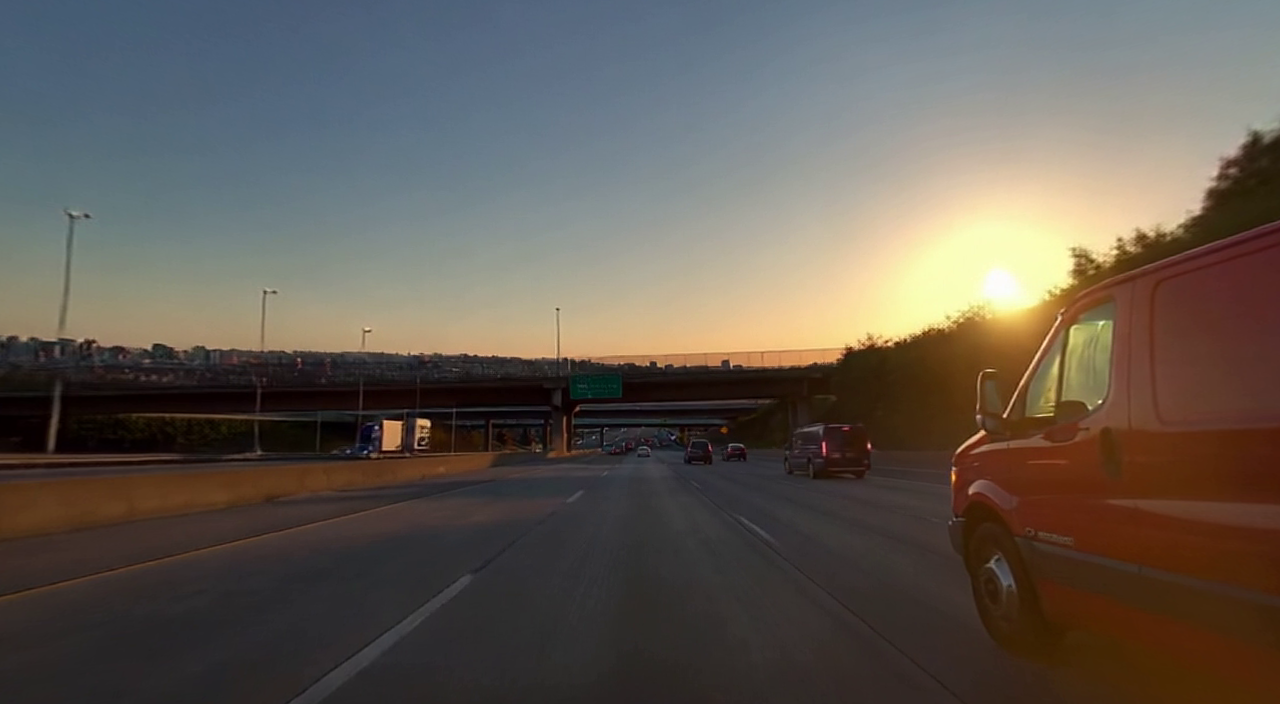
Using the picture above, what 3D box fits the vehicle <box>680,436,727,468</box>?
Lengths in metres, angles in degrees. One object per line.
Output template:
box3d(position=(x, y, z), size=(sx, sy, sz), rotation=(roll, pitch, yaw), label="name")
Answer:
box3d(position=(4.119, 6.636, 41.960), size=(2.464, 1.961, 5.520), rotation=(0, -8, -1), label="vehicle")

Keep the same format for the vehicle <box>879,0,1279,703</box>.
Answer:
box3d(position=(3.165, 0.195, 1.498), size=(2.436, 2.745, 7.034), rotation=(0, -8, 0), label="vehicle")

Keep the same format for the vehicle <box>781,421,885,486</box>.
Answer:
box3d(position=(7.245, 3.868, 24.420), size=(2.301, 2.203, 5.419), rotation=(0, -8, 0), label="vehicle")
